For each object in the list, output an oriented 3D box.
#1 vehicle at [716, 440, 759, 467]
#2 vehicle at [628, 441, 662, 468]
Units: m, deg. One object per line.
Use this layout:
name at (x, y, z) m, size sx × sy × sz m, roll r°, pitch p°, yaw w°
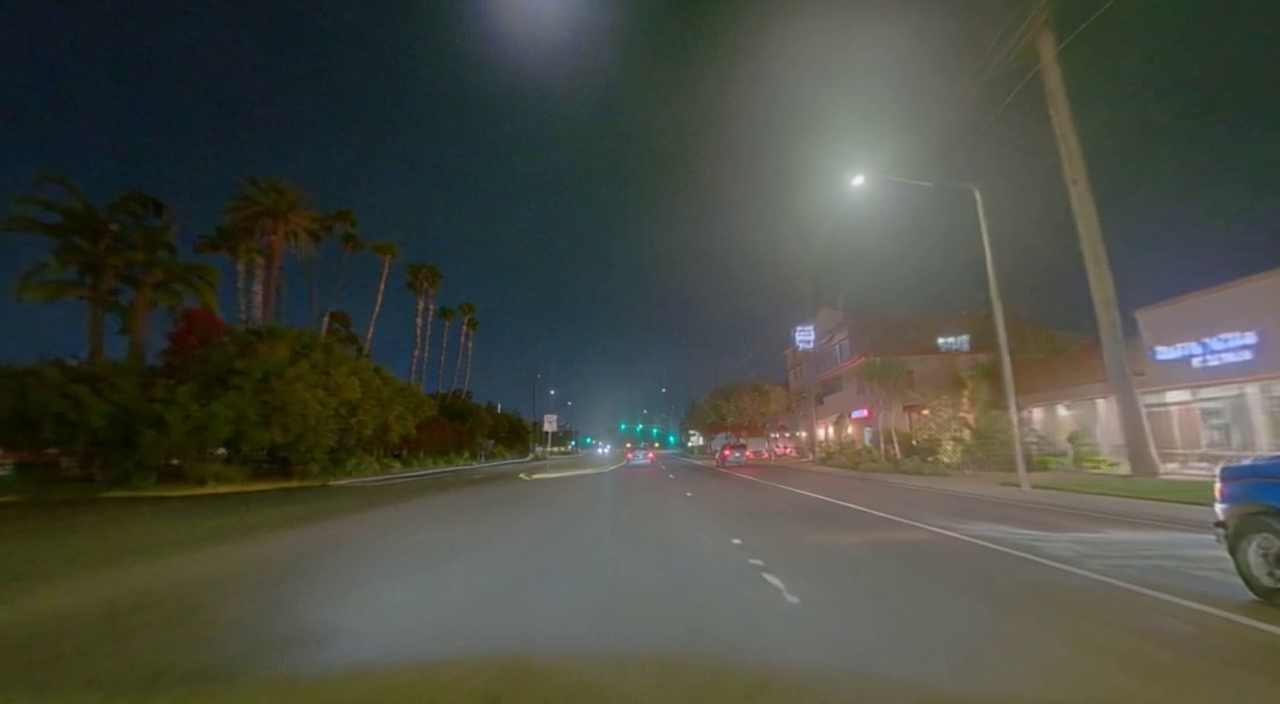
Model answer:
vehicle at (6.642, 6.980, 43.419) m, size 2.252 × 1.718 × 4.617 m, roll 0°, pitch -9°, yaw 0°
vehicle at (0.312, 6.821, 42.165) m, size 2.138 × 1.702 × 4.168 m, roll 0°, pitch -9°, yaw 0°
